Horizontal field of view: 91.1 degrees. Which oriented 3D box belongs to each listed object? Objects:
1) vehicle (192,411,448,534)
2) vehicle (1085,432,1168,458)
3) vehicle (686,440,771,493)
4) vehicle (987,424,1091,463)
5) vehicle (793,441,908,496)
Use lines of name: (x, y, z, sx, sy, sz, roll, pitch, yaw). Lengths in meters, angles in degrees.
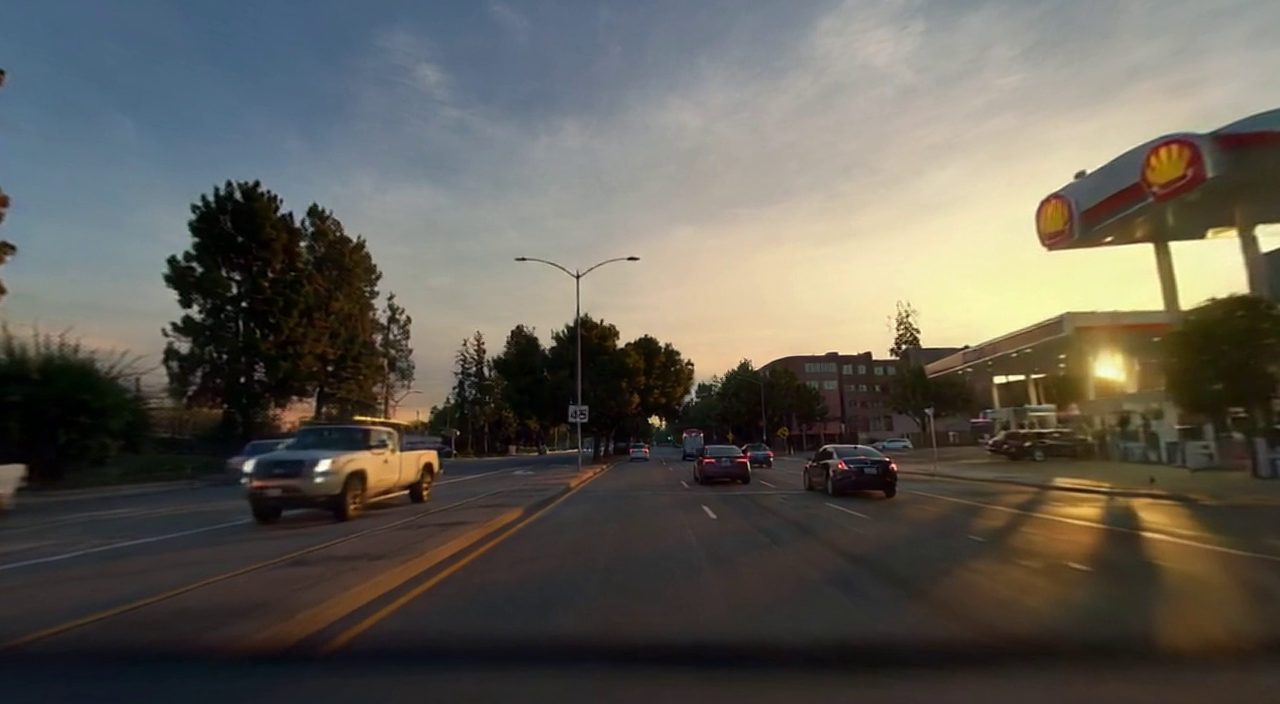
vehicle: (-5.511, 2.156, 11.896, 2.016, 1.770, 5.300, 0, -8, 1)
vehicle: (29.260, 5.613, 37.929, 1.933, 1.463, 4.033, 0, -8, 3)
vehicle: (2.673, 3.597, 20.136, 1.971, 1.479, 4.493, 0, -8, -1)
vehicle: (23.813, 5.534, 37.870, 2.152, 2.069, 6.067, -2, -8, -1)
vehicle: (6.279, 3.504, 19.345, 1.918, 1.484, 4.456, 0, -8, -1)
